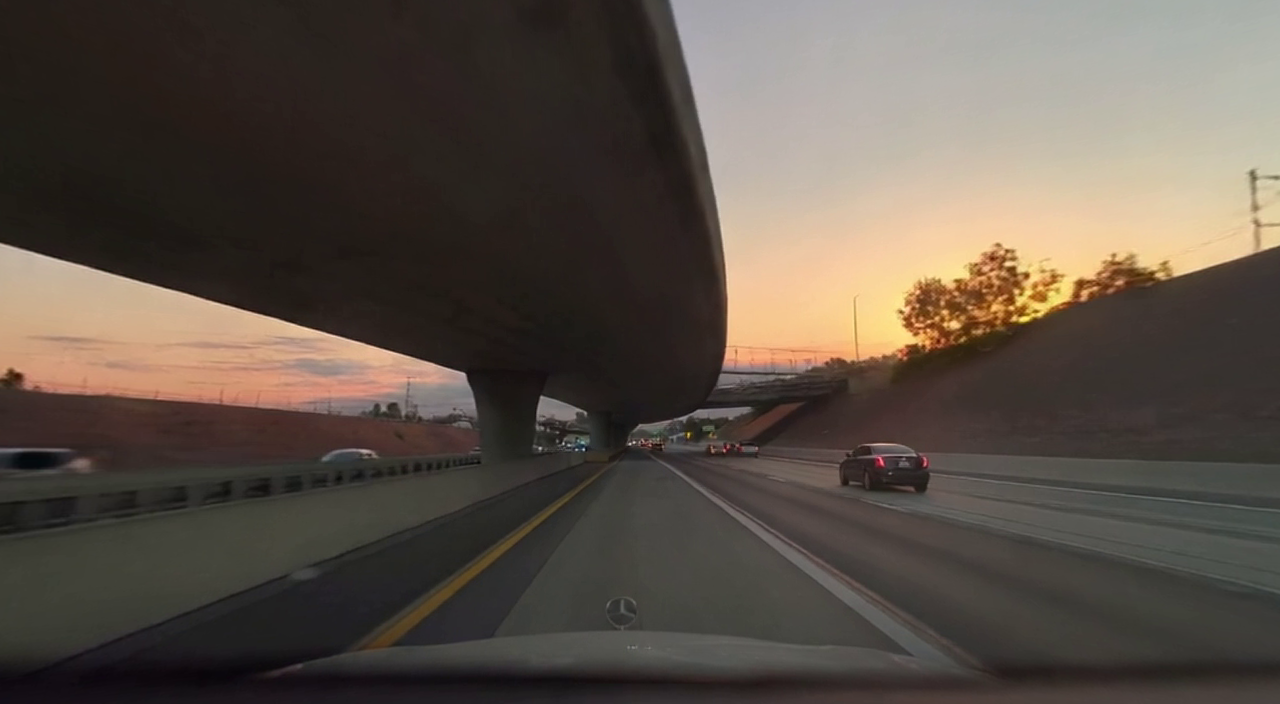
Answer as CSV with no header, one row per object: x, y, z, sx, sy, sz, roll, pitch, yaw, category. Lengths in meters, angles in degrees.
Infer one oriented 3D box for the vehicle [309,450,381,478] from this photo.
-17.108,6.481,36.915,1.916,1.497,4.761,0,-8,0,vehicle

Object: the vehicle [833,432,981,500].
6.952,3.017,17.139,1.901,1.548,4.684,0,-8,-1,vehicle
